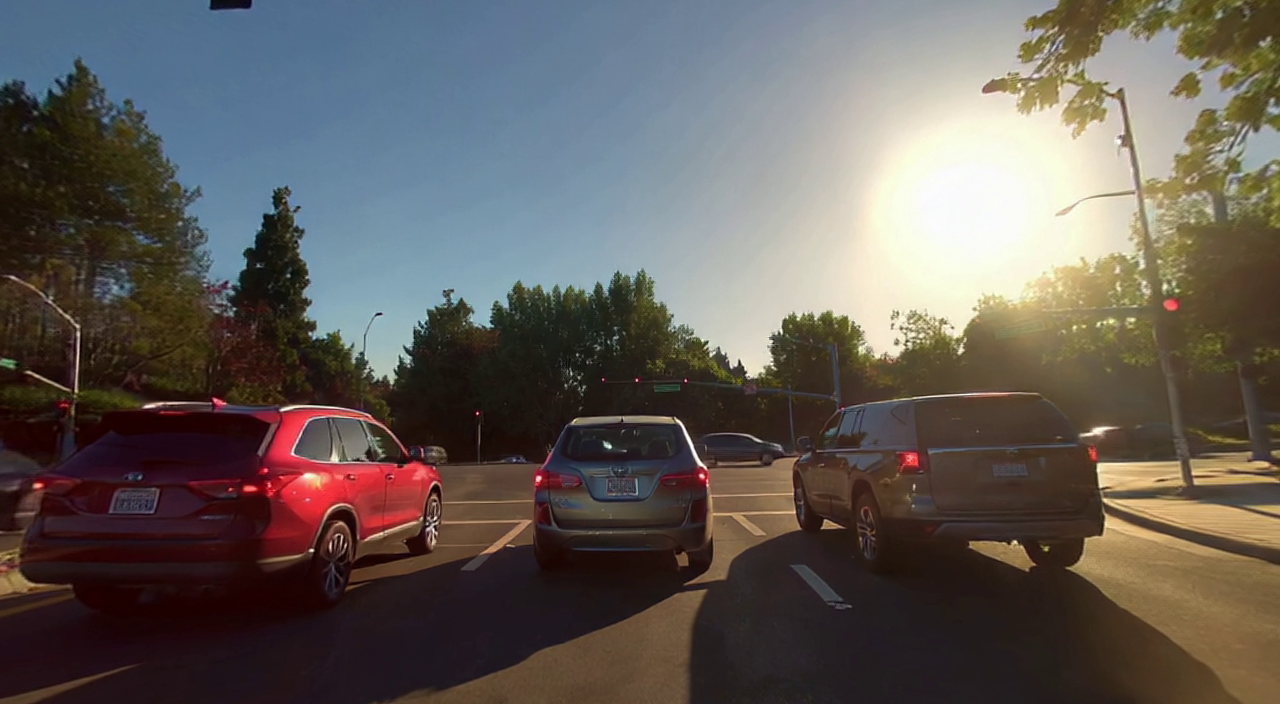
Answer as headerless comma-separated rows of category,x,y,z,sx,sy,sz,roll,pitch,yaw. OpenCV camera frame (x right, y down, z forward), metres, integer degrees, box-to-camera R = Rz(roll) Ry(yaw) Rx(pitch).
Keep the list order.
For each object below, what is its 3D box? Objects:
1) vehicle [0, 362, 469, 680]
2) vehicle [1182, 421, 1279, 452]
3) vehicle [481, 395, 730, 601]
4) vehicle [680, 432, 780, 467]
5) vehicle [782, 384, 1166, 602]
vehicle,-3.277,1.283,5.888,2.047,1.810,4.414,0,-8,1
vehicle,32.830,4.658,34.780,4.175,1.634,1.877,1,-8,-5
vehicle,-0.238,1.512,7.323,2.067,1.702,3.987,0,-8,2
vehicle,4.767,5.204,33.697,4.874,1.770,2.107,-5,-10,32
vehicle,3.263,1.489,7.515,2.083,1.779,4.532,0,-8,0
